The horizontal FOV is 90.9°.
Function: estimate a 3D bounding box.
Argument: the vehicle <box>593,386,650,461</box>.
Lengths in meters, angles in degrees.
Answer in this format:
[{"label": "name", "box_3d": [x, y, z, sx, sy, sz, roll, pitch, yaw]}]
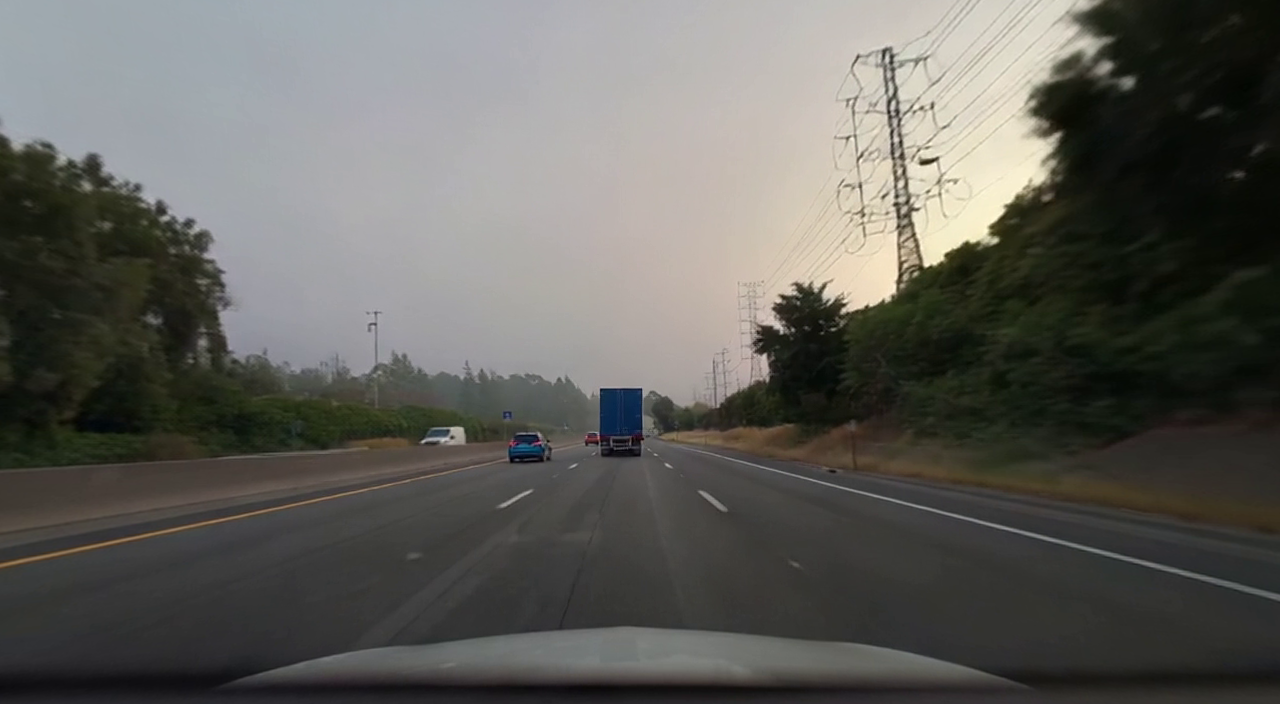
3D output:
[{"label": "vehicle", "box_3d": [-1.100, 4.357, 37.633, 2.955, 3.851, 9.915, 0, -8, -2]}]

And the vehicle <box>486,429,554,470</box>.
[{"label": "vehicle", "box_3d": [-5.128, 4.200, 27.567, 2.117, 1.618, 4.480, 0, -8, 0]}]

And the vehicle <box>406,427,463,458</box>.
[{"label": "vehicle", "box_3d": [-13.073, 5.805, 40.481, 2.155, 1.864, 4.737, 0, -8, -1]}]
